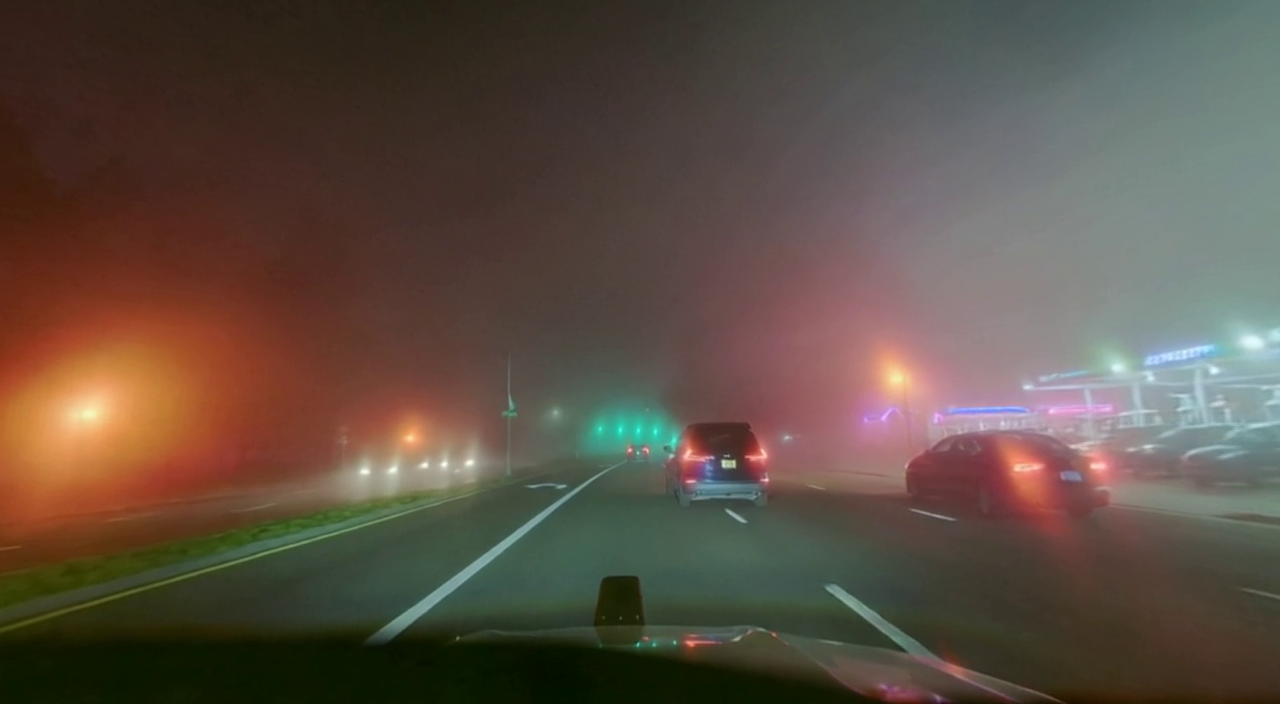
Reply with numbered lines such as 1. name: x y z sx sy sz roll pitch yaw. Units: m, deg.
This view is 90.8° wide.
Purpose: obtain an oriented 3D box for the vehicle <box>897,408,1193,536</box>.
1. vehicle: 6.650 2.041 11.252 2.025 1.765 4.729 0 -9 -1

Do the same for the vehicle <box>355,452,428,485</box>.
1. vehicle: -12.278 5.773 31.568 1.868 1.496 4.390 0 -9 0

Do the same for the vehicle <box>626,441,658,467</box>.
1. vehicle: 0.124 6.992 43.447 2.101 1.707 3.904 0 -9 -1

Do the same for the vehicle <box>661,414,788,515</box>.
1. vehicle: 1.716 2.546 14.719 2.038 1.917 4.900 0 -9 -3

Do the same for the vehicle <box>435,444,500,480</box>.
1. vehicle: -8.929 5.728 33.136 2.044 1.695 4.503 0 -9 1
